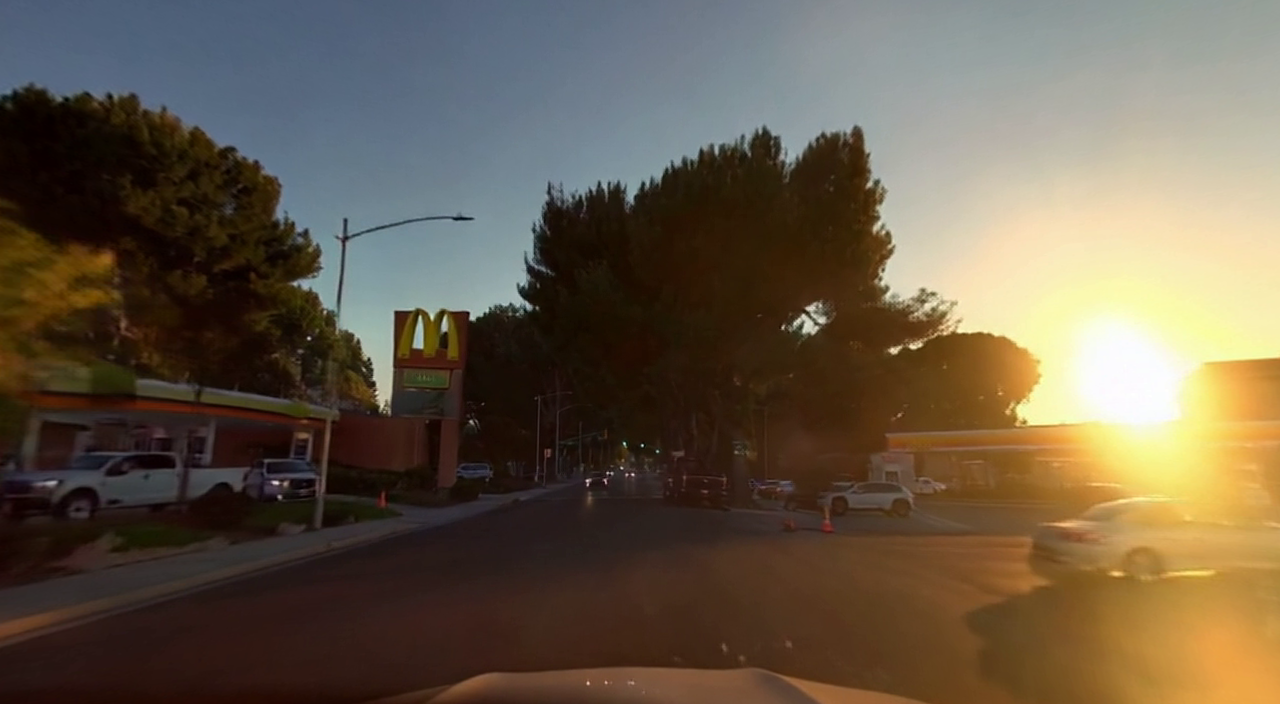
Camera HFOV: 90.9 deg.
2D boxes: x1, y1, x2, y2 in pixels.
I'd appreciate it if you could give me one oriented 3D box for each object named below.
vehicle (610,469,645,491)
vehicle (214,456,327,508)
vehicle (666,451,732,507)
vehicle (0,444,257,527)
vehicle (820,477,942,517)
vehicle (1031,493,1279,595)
[{"bbox_3d":[-0.845,9.014,44.627,1.993,1.454,3.810,-1,-11,6],"label":"vehicle"},{"bbox_3d":[-12.603,4.415,21.546,2.871,1.604,1.710,10,-14,-42],"label":"vehicle"},{"bbox_3d":[2.347,5.334,26.616,2.153,2.074,5.188,1,-11,-2],"label":"vehicle"},{"bbox_3d":[-12.024,3.112,14.920,4.575,1.641,2.006,10,-14,-41],"label":"vehicle"},{"bbox_3d":[9.585,5.810,25.324,4.123,1.446,1.807,1,-11,-2],"label":"vehicle"},{"bbox_3d":[9.542,3.271,10.969,4.169,1.474,1.850,1,-11,0],"label":"vehicle"}]
